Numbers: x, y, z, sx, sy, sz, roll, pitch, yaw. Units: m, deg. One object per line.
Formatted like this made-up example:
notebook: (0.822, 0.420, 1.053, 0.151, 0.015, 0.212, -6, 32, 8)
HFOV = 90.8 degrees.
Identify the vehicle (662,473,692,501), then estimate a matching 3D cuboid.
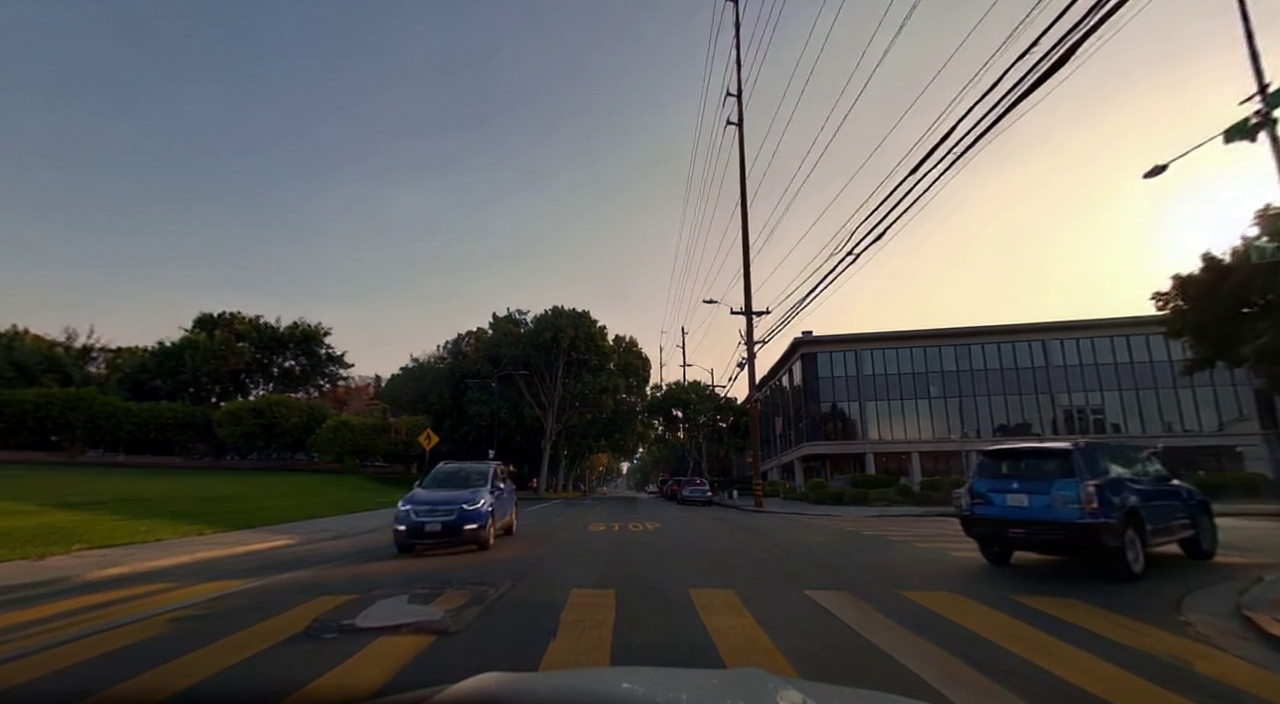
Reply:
vehicle: (2.817, 10.374, 48.771, 1.953, 1.774, 5.008, 0, -8, -1)

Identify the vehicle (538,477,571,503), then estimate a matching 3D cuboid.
vehicle: (-6.632, 10.710, 49.370, 1.913, 1.682, 4.365, 0, -8, 0)

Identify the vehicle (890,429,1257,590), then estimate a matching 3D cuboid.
vehicle: (6.349, 2.072, 9.252, 4.872, 1.789, 2.214, 4, -9, -27)

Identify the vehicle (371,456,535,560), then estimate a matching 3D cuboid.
vehicle: (-3.334, 2.828, 12.182, 1.911, 1.563, 4.057, 0, -8, 0)
